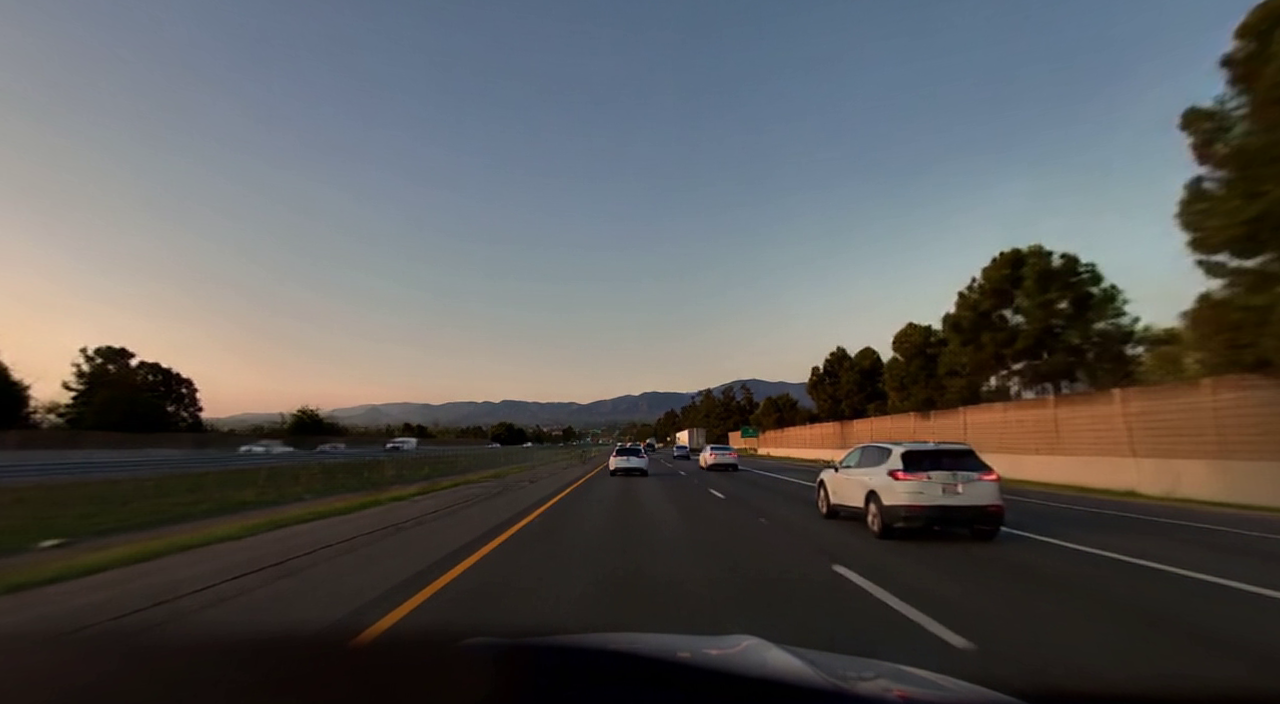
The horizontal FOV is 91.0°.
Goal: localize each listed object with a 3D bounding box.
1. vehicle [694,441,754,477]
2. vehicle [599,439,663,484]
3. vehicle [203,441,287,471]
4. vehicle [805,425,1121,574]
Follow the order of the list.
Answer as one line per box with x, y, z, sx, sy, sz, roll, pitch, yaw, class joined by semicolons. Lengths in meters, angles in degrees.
3.572;4.634;27.502;1.957;1.447;4.241;0;-9;-1;vehicle
-0.326;3.880;22.487;2.085;1.449;3.860;0;-9;-1;vehicle
-25.040;6.575;40.167;2.172;1.771;4.917;0;-9;-1;vehicle
3.847;1.815;8.565;1.949;1.493;4.272;0;-9;-1;vehicle
